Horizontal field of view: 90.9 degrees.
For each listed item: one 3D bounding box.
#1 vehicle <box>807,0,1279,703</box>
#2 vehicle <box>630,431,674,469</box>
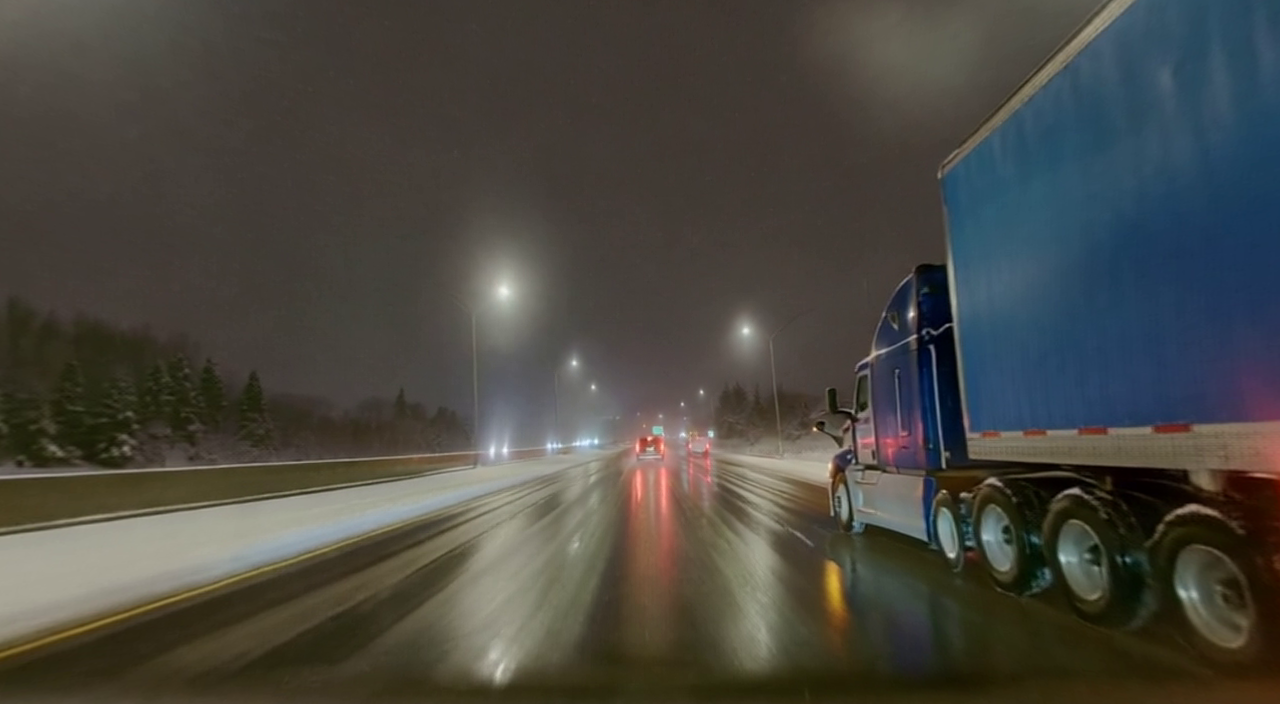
[{"bbox_3d":[4.373,0.219,6.394,3.030,3.985,8.655,-1,-8,1],"label":"vehicle"},{"bbox_3d":[0.584,5.233,33.868,2.205,1.860,4.301,0,-8,0],"label":"vehicle"}]
